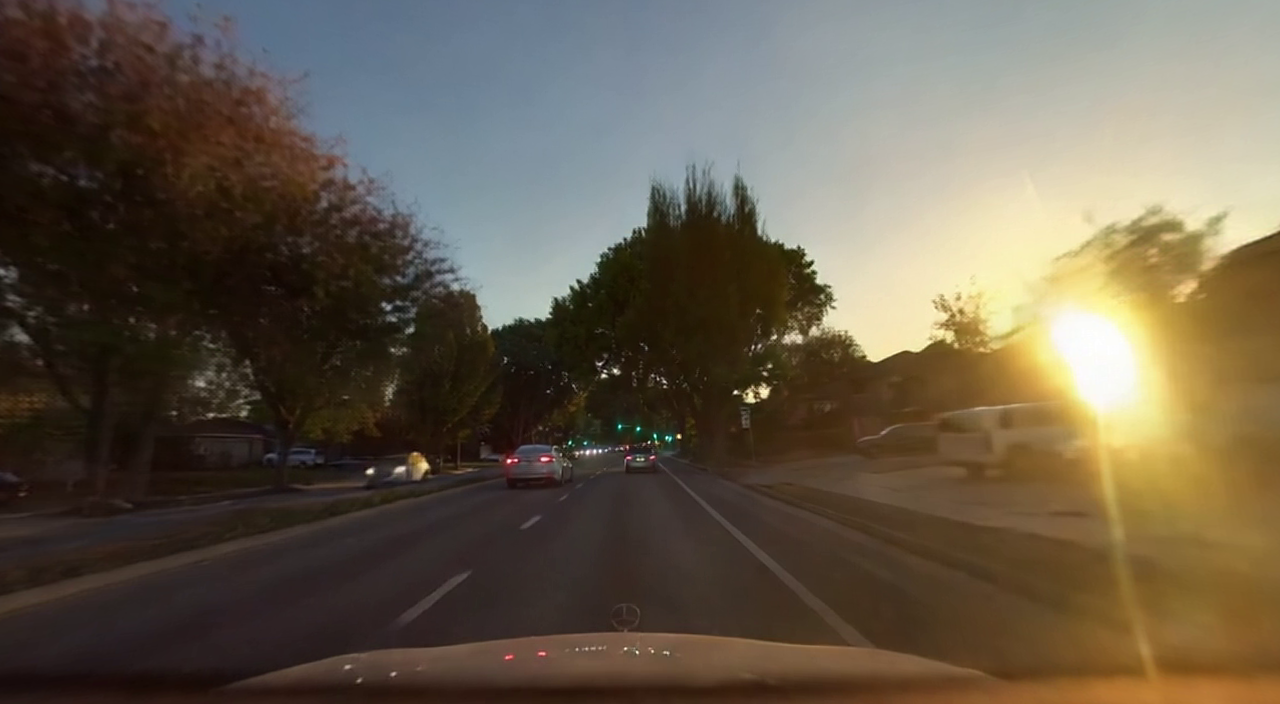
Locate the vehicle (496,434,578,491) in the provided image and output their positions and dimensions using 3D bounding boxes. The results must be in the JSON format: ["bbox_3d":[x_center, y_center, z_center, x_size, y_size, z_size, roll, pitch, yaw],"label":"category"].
[{"bbox_3d":[-3.498,3.852,22.401,2.157,1.771,4.452,0,-8,0],"label":"vehicle"}]

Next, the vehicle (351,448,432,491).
[{"bbox_3d":[-12.004,5.661,30.890,2.070,1.752,4.629,-4,-8,0],"label":"vehicle"}]

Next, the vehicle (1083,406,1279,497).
[{"bbox_3d":[11.384,1.799,11.912,4.573,1.461,1.867,-3,-8,0],"label":"vehicle"}]

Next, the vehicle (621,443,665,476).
[{"bbox_3d":[0.120,5.341,31.697,2.062,1.518,3.901,0,-8,0],"label":"vehicle"}]

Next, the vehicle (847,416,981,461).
[{"bbox_3d":[15.368,4.874,35.732,6.374,2.098,2.415,-3,-8,-1],"label":"vehicle"}]
